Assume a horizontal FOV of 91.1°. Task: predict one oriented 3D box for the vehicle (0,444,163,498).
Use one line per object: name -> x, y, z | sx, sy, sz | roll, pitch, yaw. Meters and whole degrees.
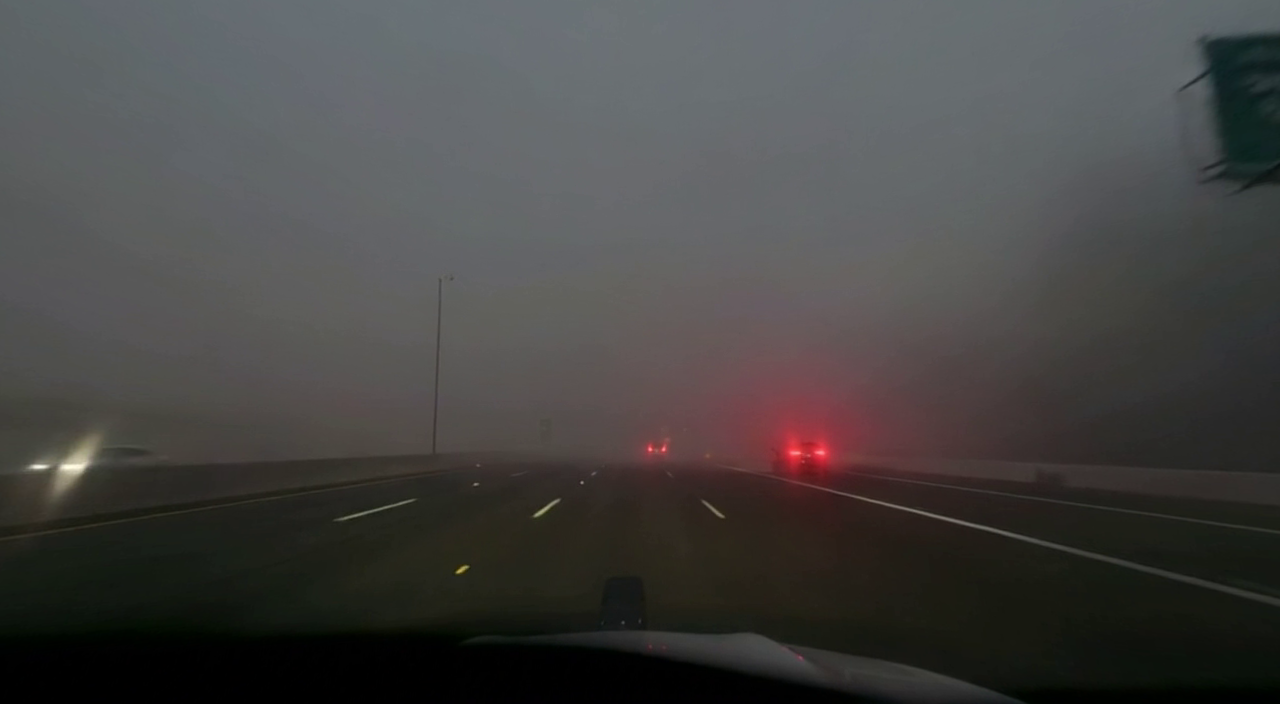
vehicle -> -18.010, 3.705, 20.047 | 1.889, 1.474, 4.727 | 0, -8, -1
